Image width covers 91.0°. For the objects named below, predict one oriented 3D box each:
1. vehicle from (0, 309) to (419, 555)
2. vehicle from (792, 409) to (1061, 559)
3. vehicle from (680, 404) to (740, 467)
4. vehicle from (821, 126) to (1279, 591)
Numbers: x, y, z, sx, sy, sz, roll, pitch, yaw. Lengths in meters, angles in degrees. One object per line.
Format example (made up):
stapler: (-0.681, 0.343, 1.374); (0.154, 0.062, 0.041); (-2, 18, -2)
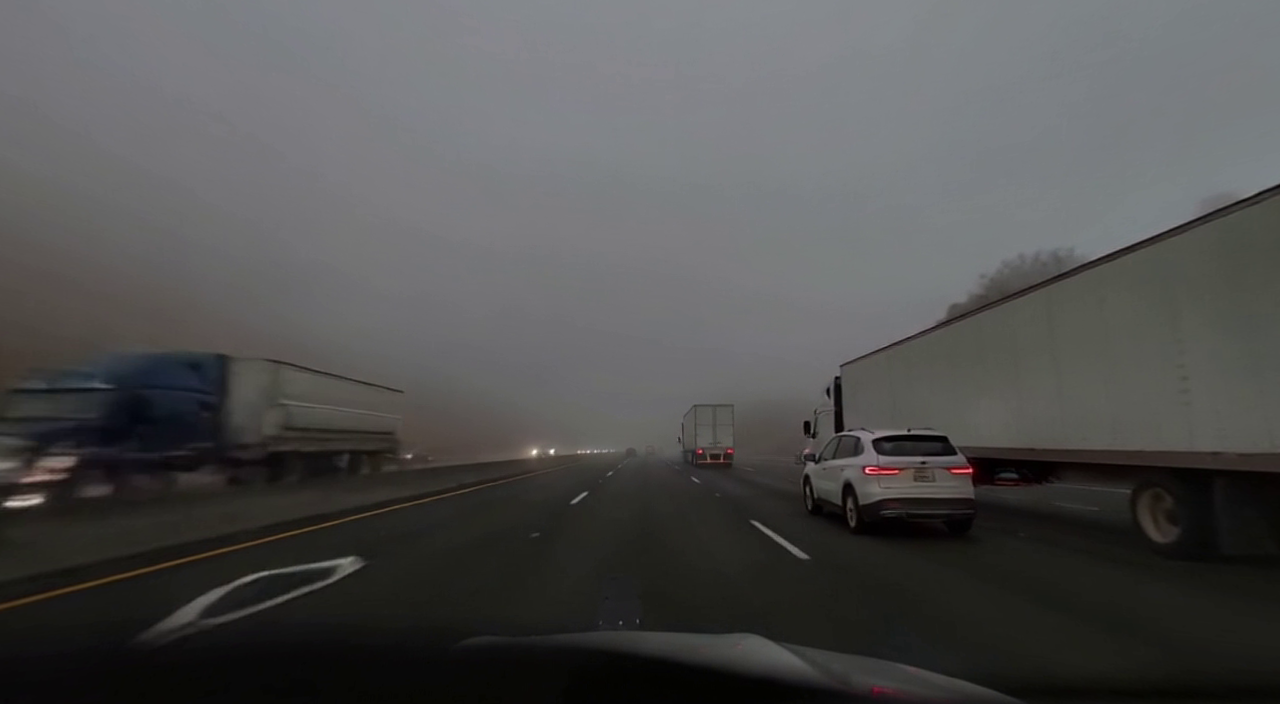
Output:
vehicle: (-9.210, 2.010, 14.855); (3.049, 3.230, 13.174); (0, -9, 1)
vehicle: (3.858, 1.863, 9.520); (2.055, 1.737, 4.224); (0, -9, 0)
vehicle: (4.736, 6.075, 45.071); (3.049, 3.968, 10.706); (0, -9, 0)
vehicle: (7.411, 1.123, 12.697); (2.947, 4.199, 16.175); (0, -9, 1)
